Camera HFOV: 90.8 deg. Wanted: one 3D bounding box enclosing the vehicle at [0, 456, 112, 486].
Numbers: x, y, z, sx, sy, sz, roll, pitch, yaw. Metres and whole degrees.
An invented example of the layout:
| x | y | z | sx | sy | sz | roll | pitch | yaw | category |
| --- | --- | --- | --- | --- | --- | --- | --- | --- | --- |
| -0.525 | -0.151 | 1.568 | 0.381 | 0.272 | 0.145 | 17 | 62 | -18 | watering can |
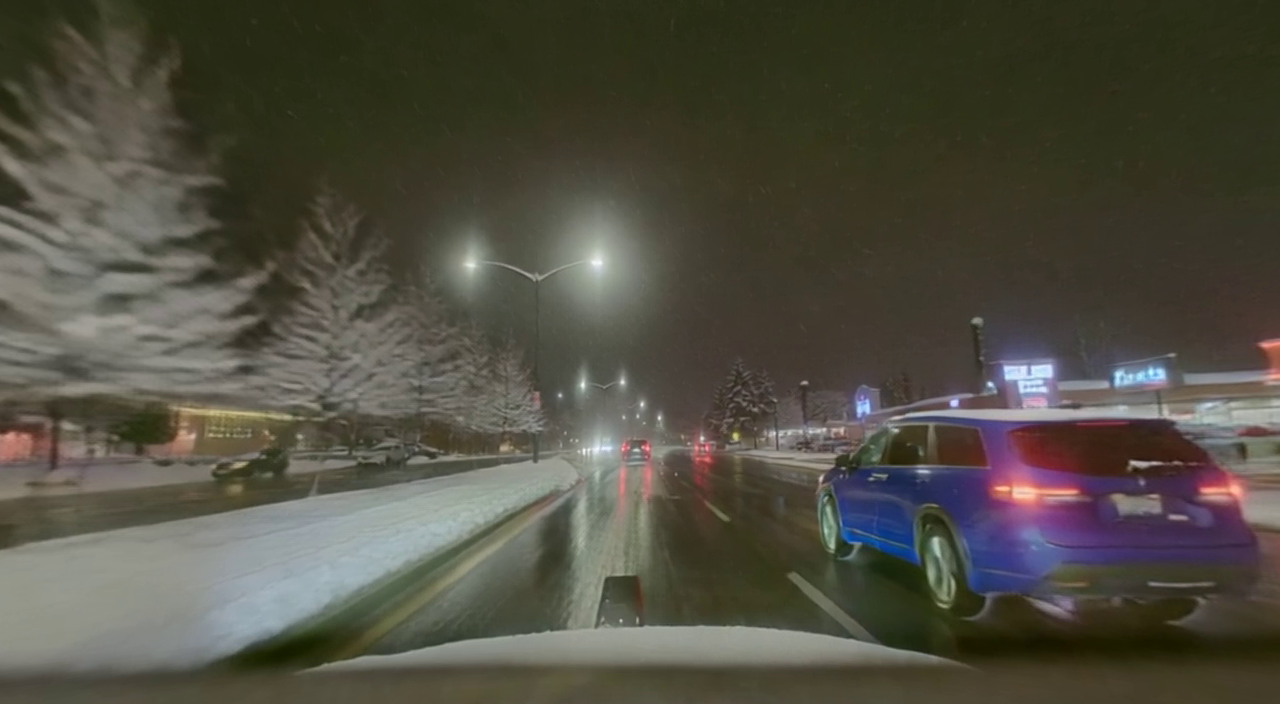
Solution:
| x | y | z | sx | sy | sz | roll | pitch | yaw | category |
| --- | --- | --- | --- | --- | --- | --- | --- | --- | --- |
| -31.932 | 6.404 | 34.127 | 4.741 | 1.442 | 1.957 | 3 | -9 | -23 | vehicle |

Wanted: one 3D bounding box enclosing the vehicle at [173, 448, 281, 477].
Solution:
| x | y | z | sx | sy | sz | roll | pitch | yaw | category |
| --- | --- | --- | --- | --- | --- | --- | --- | --- | --- |
| -22.955 | 6.119 | 35.197 | 4.625 | 1.516 | 2.007 | 0 | -8 | 2 | vehicle |

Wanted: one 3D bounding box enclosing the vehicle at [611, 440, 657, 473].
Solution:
| x | y | z | sx | sy | sz | roll | pitch | yaw | category |
| --- | --- | --- | --- | --- | --- | --- | --- | --- | --- |
| -0.299 | 5.131 | 31.279 | 2.126 | 1.475 | 3.967 | 0 | -8 | -1 | vehicle |

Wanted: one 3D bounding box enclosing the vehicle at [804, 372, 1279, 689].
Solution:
| x | y | z | sx | sy | sz | roll | pitch | yaw | category |
| --- | --- | --- | --- | --- | --- | --- | --- | --- | --- |
| 3.192 | 1.279 | 5.697 | 2.110 | 1.698 | 4.397 | 0 | -8 | -2 | vehicle |
